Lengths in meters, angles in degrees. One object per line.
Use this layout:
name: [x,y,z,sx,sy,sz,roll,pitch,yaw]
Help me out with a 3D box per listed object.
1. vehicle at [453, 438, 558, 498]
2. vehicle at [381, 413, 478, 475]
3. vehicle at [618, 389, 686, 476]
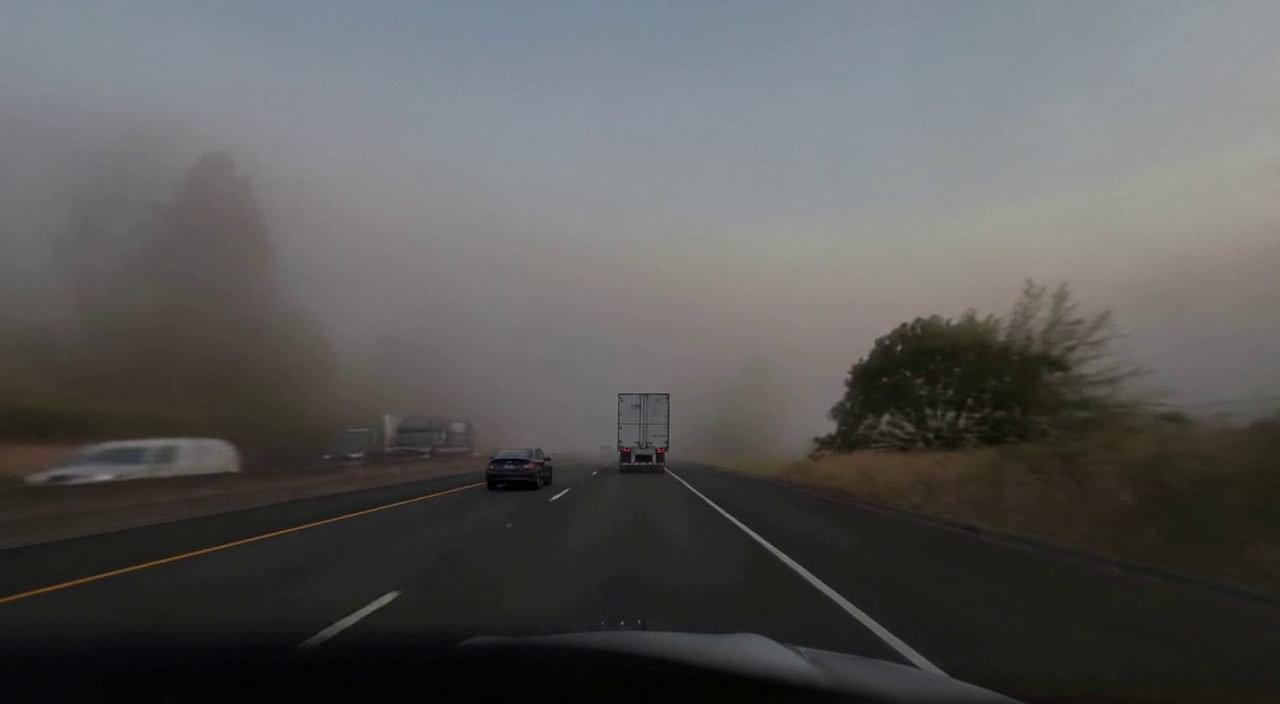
vehicle: [-3.834,3.429,18.996,2.074,1.546,4.946,0,-9,0]
vehicle: [-13.482,6.122,41.544,3.118,3.575,9.694,0,-9,-1]
vehicle: [0.437,4.291,32.628,2.959,3.828,9.617,0,-9,-1]
